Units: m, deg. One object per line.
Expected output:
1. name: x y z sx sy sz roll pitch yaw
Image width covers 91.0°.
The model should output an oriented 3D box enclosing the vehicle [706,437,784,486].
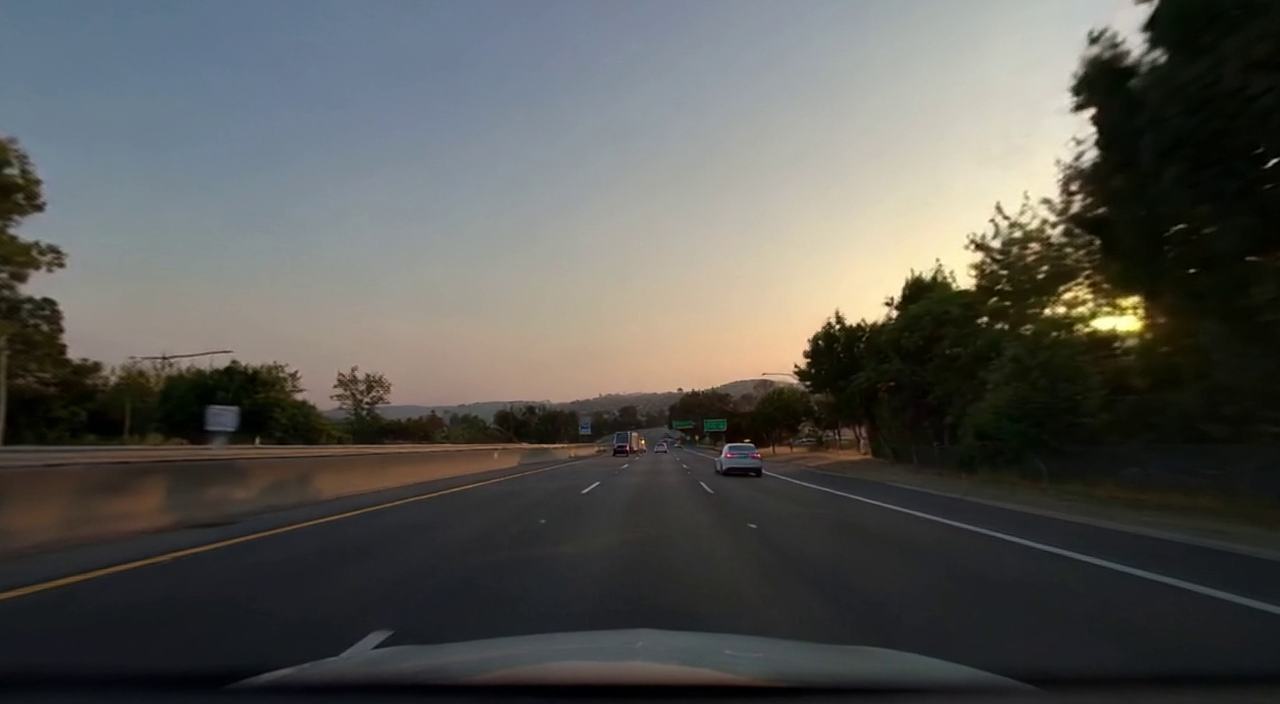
1. vehicle: 3.748 4.020 23.414 2.085 1.594 4.848 0 -9 0
